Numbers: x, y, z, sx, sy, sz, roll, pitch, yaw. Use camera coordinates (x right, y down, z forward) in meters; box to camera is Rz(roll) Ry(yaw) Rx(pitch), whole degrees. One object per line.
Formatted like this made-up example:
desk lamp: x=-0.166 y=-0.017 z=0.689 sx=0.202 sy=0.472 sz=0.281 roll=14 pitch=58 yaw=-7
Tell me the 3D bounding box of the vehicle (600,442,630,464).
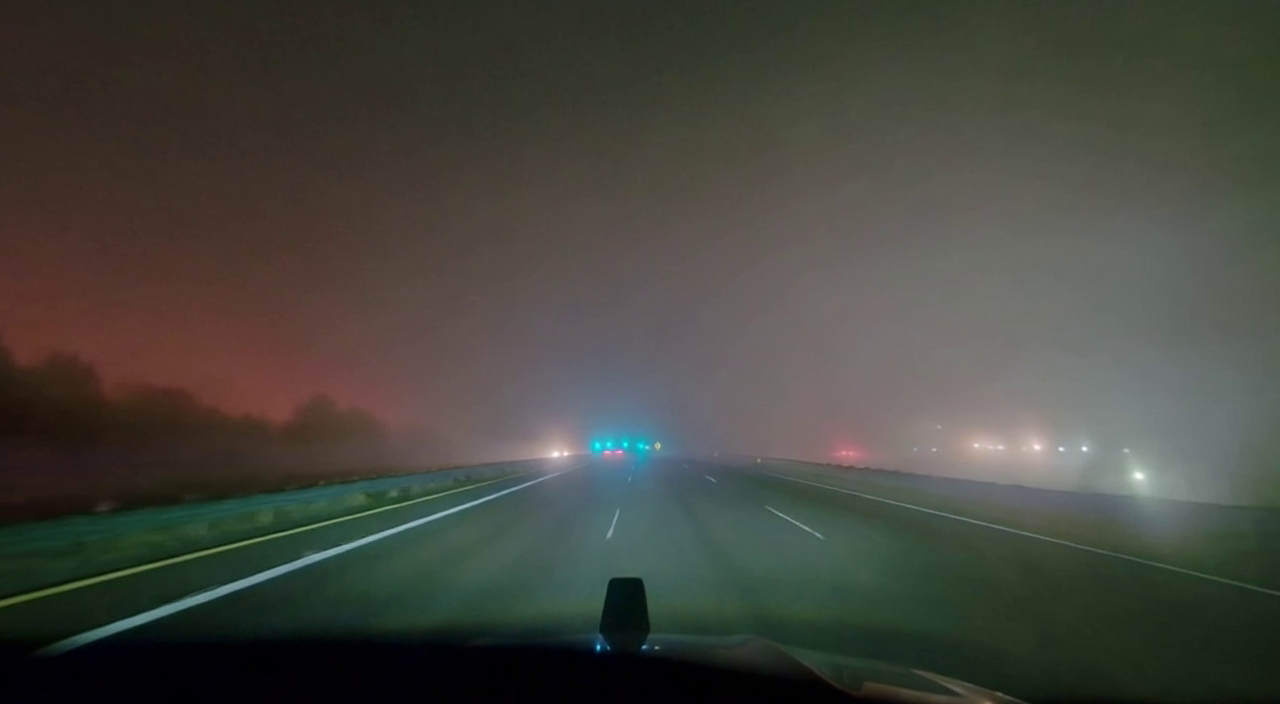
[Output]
vehicle: x=-1.782 y=7.359 z=45.933 sx=2.050 sy=1.530 sz=4.144 roll=0 pitch=-8 yaw=0
